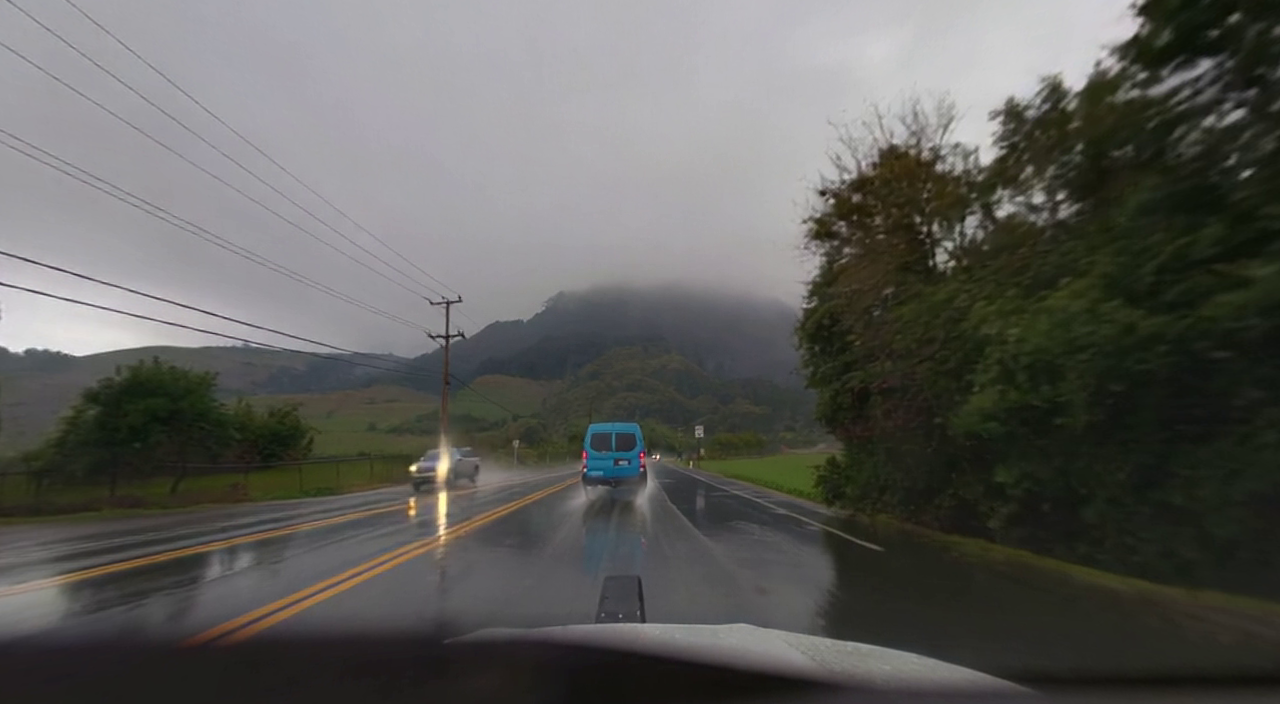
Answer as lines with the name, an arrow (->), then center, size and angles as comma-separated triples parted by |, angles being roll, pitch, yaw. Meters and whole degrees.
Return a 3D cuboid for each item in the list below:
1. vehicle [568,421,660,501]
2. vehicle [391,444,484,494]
vehicle -> -0.739, 3.261, 19.268 | 2.454, 2.144, 4.535 | 0, -8, -1
vehicle -> -8.809, 5.092, 27.903 | 2.089, 1.946, 4.979 | -1, -8, 5
